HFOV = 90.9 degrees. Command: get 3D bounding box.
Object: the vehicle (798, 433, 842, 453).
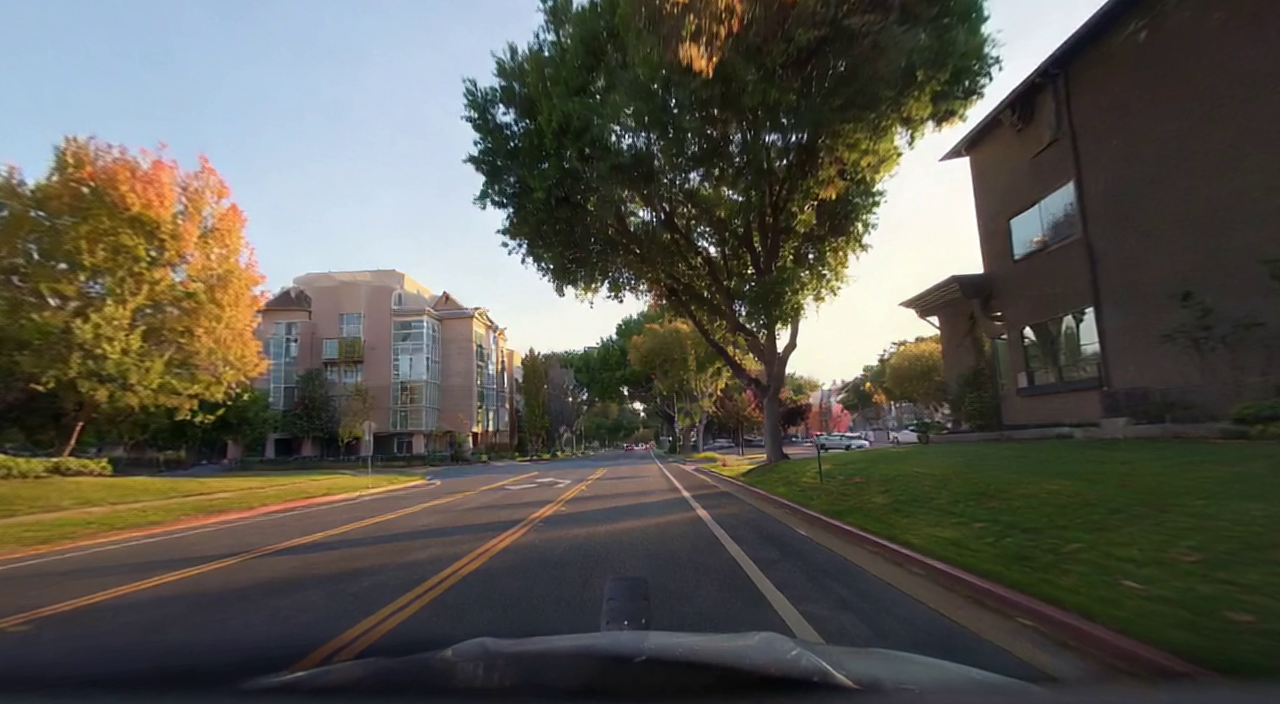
[{"bbox_3d":[13.645,6.958,48.017,1.927,1.464,4.644,0,-8,0],"label":"vehicle"}]
